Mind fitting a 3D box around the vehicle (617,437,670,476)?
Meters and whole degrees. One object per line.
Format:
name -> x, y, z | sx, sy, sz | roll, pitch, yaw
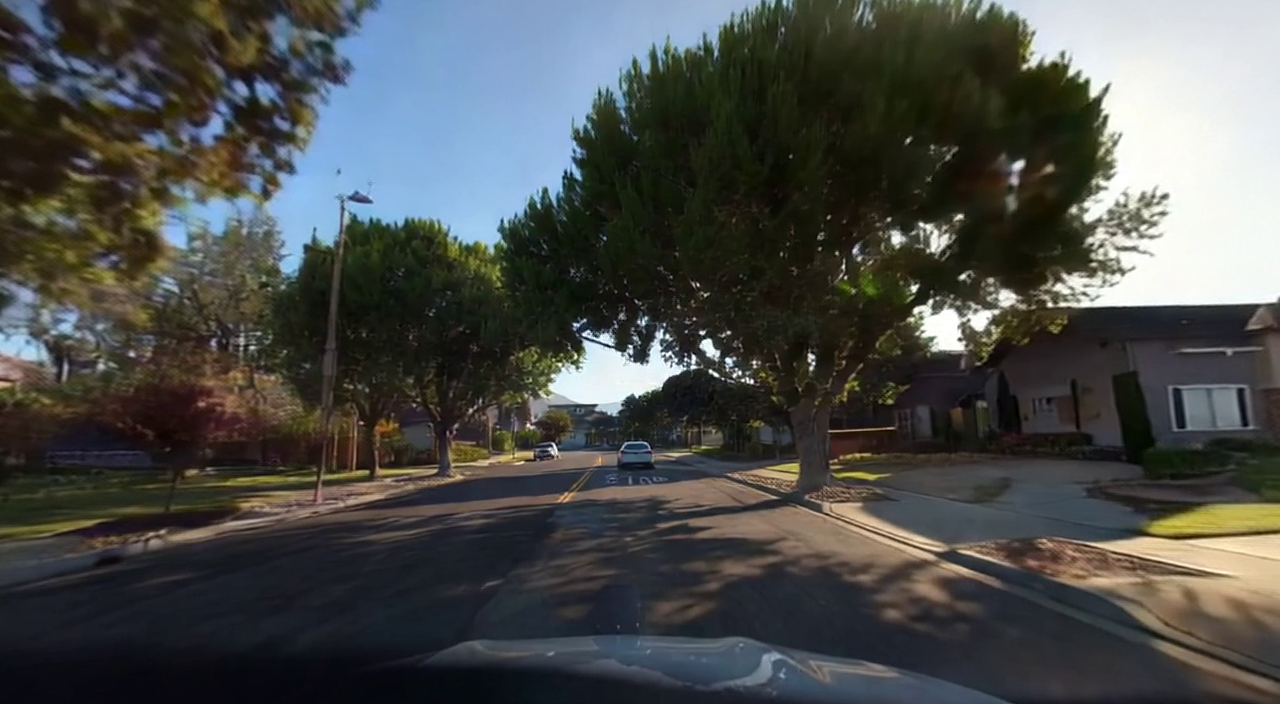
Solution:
vehicle -> 0.083, 4.421, 26.805 | 2.043, 1.484, 4.340 | 0, -9, -1
